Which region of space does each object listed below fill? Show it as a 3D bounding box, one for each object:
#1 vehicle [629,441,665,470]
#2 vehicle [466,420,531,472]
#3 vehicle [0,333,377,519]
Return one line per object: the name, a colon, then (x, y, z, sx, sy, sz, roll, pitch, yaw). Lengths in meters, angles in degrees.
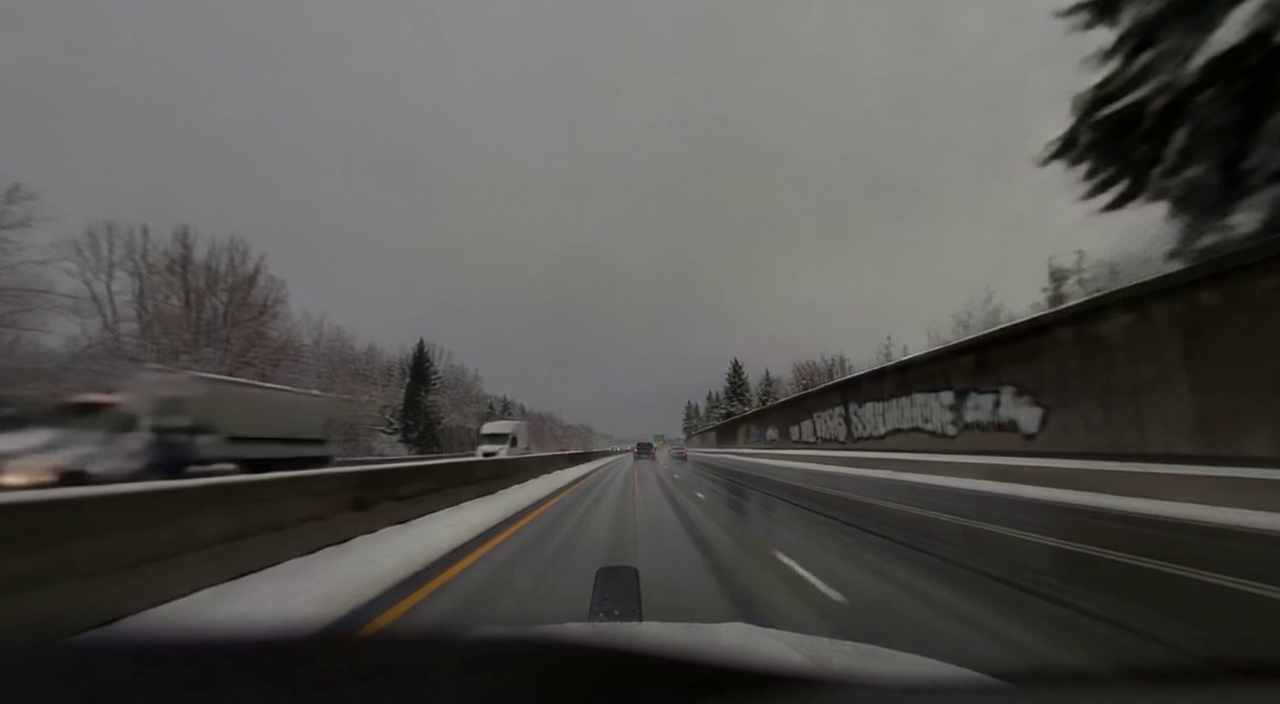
vehicle: (0.388, 6.301, 38.318, 2.095, 1.671, 4.219, 0, -9, -1)
vehicle: (-9.001, 6.095, 40.605, 2.686, 3.050, 6.421, -1, -9, 1)
vehicle: (-13.499, 2.686, 20.920, 3.286, 4.083, 14.078, -1, -9, 0)
